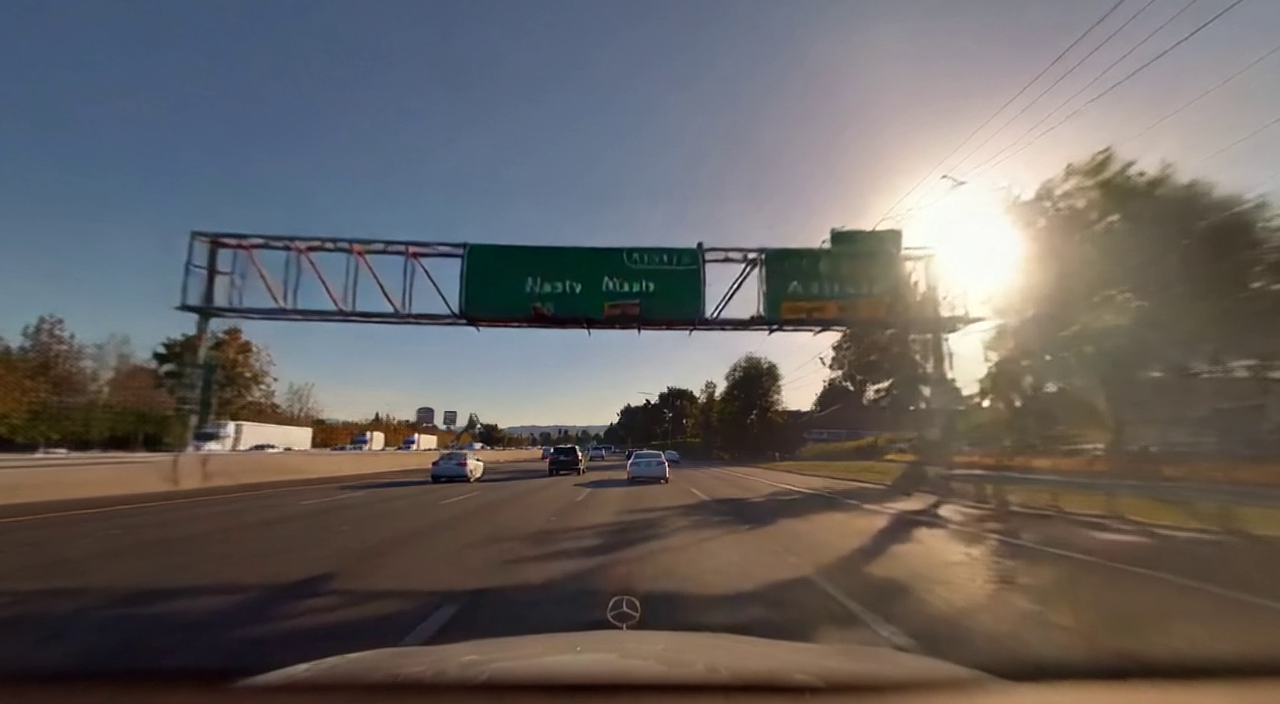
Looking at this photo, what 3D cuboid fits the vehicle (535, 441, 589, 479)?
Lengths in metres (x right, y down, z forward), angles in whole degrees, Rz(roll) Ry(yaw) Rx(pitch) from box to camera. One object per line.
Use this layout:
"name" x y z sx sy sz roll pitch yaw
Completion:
"vehicle" -3.915 5.527 32.496 2.289 1.777 4.534 0 -9 -1

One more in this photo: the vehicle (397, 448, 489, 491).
"vehicle" -7.313 4.386 23.993 1.974 1.464 4.733 0 -9 0

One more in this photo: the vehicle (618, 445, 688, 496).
"vehicle" 0.340 3.865 20.980 2.082 1.482 4.126 0 -9 -2

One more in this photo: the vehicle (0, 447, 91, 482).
"vehicle" -29.781 5.481 31.090 1.822 1.595 4.076 0 -9 -3

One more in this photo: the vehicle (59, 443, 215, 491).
"vehicle" -26.065 5.947 33.233 2.635 2.237 6.970 0 -9 -2
